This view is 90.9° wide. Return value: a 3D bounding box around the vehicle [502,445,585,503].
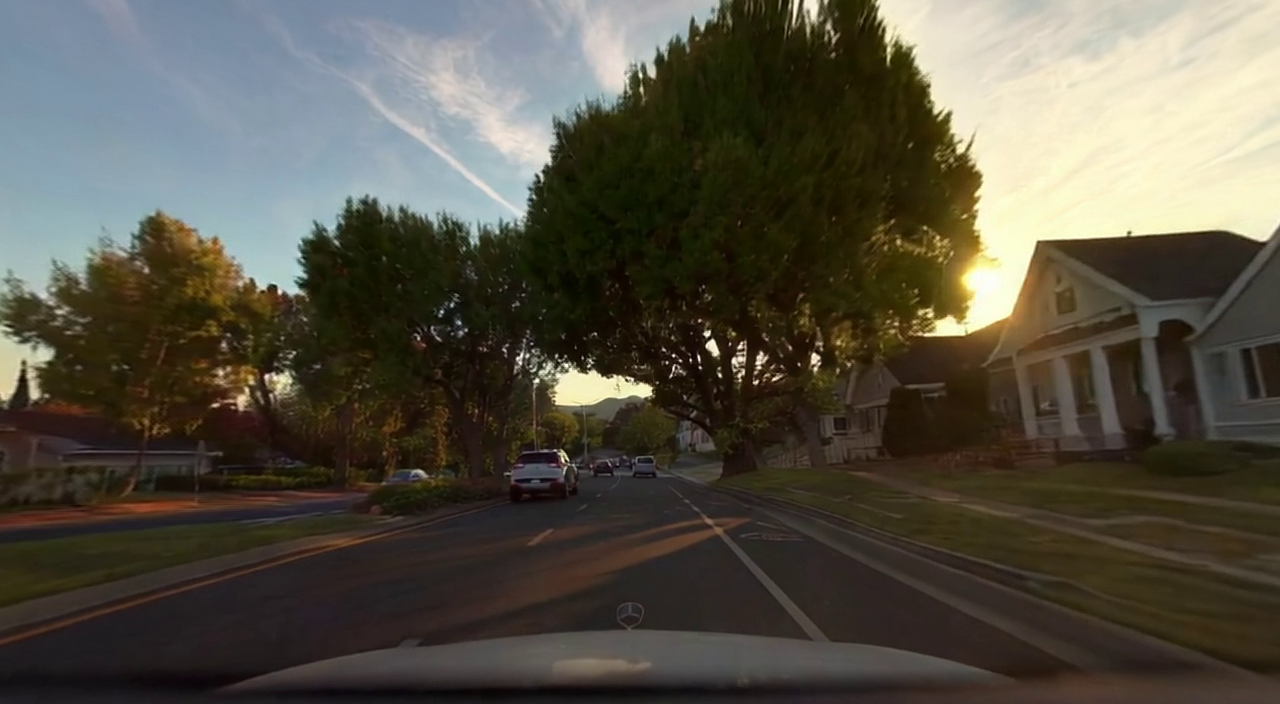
[{"bbox_3d":[-3.150,4.078,21.576,2.073,1.770,4.302,0,-8,1],"label":"vehicle"}]
